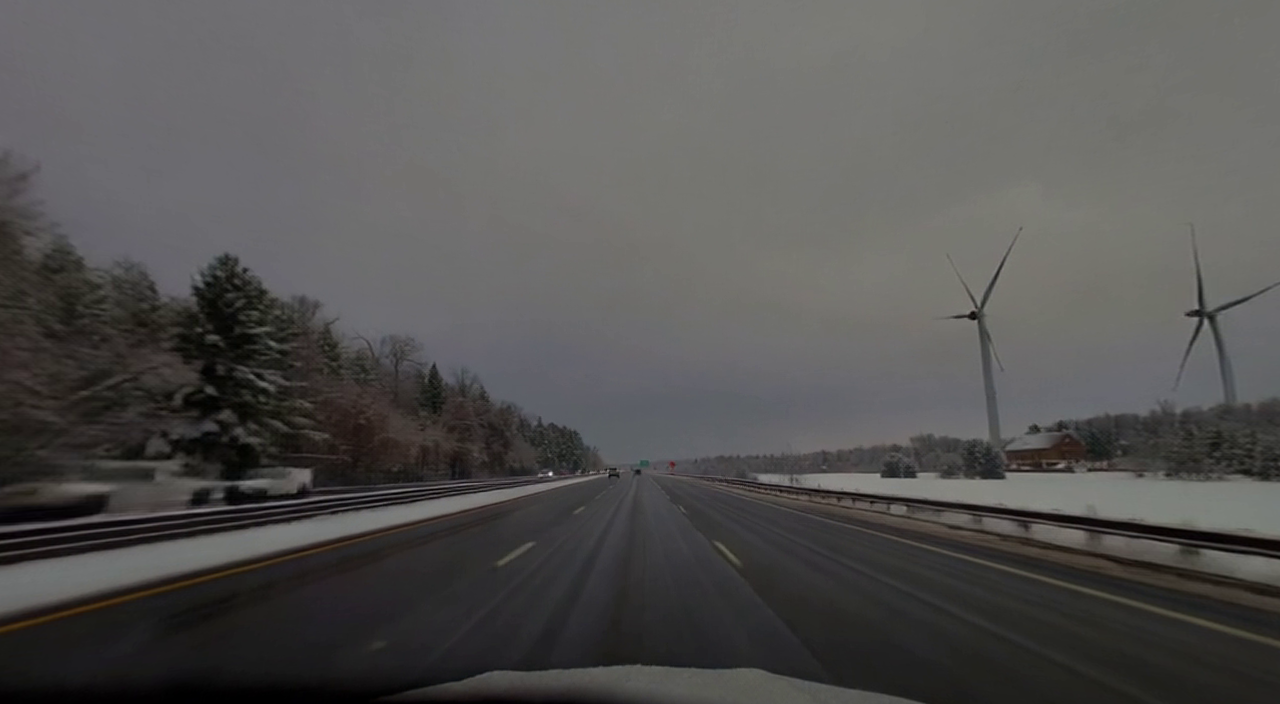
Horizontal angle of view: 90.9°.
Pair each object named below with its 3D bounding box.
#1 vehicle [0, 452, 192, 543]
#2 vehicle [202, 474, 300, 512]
[{"bbox_3d":[-12.647,3.143,14.076,1.977,1.680,4.321,1,-11,0],"label":"vehicle"},{"bbox_3d":[-16.262,5.875,26.556,1.683,1.410,3.755,1,-11,0],"label":"vehicle"}]
